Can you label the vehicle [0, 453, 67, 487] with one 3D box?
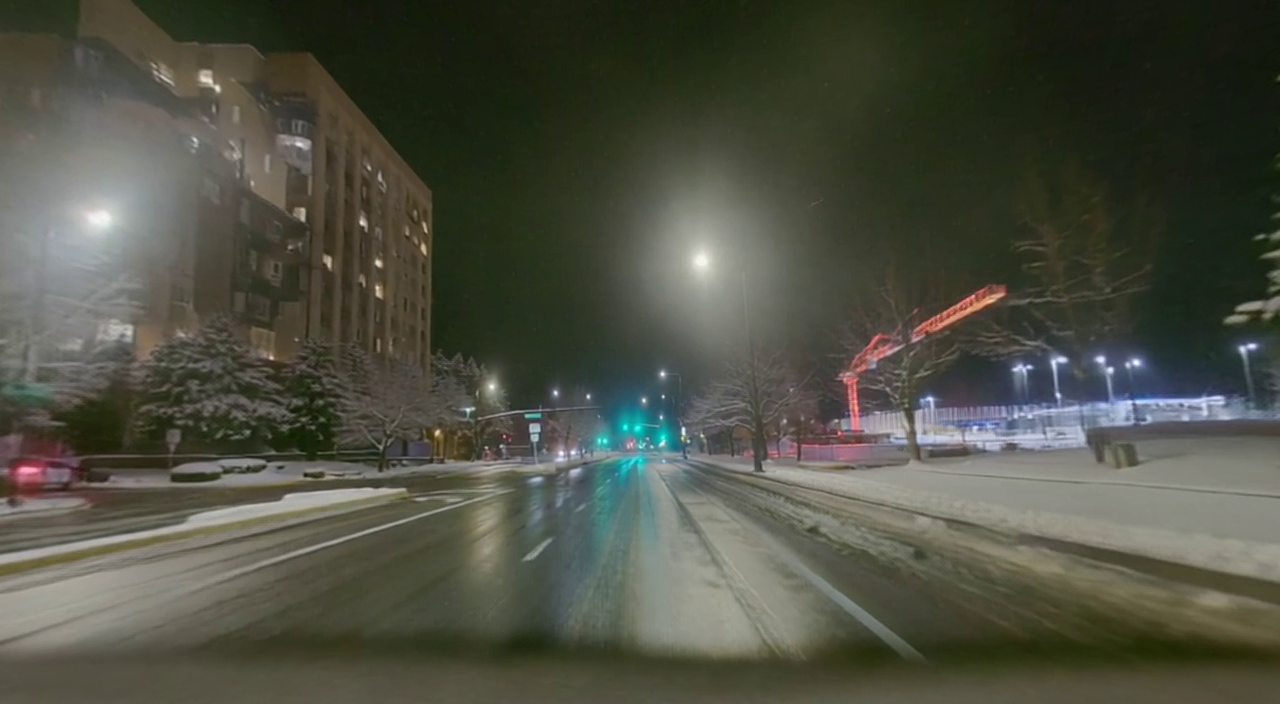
[{"bbox_3d":[-32.680,6.056,32.405,4.308,1.598,1.891,0,-7,-8],"label":"vehicle"}]
